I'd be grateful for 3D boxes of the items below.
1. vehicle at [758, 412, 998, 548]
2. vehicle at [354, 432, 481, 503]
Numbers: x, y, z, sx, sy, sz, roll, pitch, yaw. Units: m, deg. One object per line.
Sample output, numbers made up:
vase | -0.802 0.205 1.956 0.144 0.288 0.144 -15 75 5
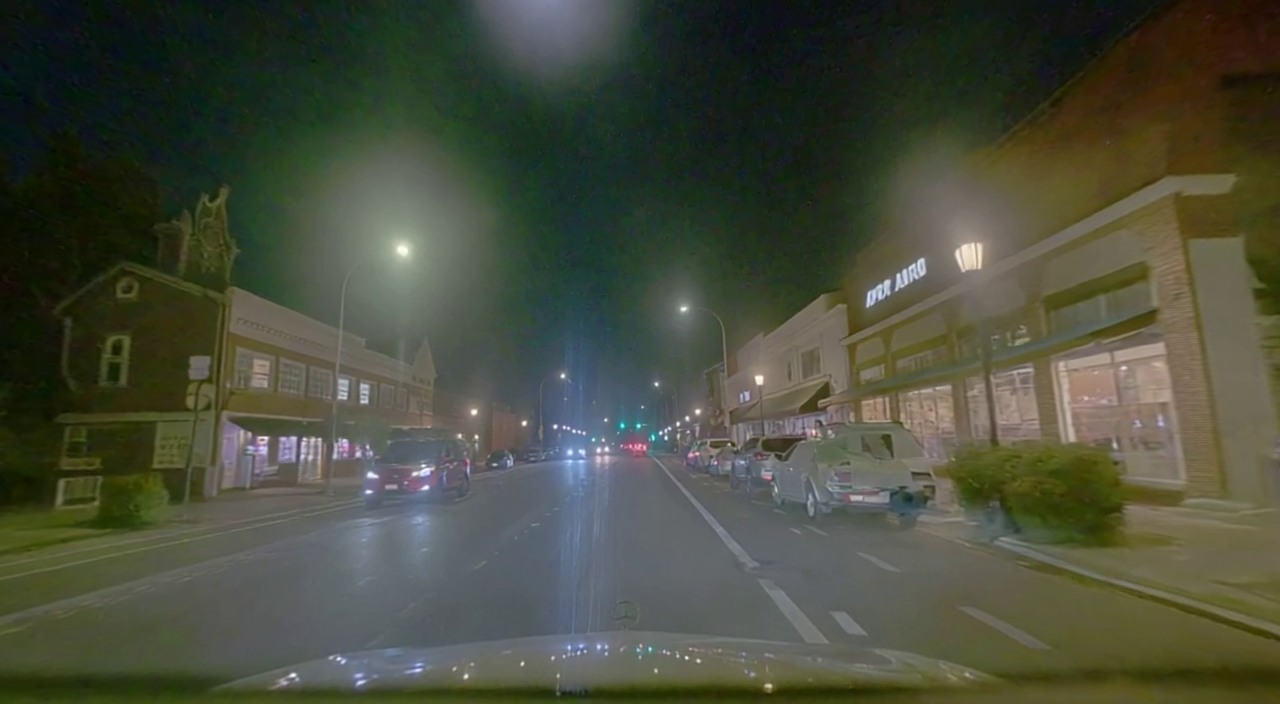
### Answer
vehicle | 3.877 2.227 11.869 2.164 1.880 6.057 0 -8 0
vehicle | -6.452 3.402 19.032 2.098 1.838 4.718 0 -8 0
